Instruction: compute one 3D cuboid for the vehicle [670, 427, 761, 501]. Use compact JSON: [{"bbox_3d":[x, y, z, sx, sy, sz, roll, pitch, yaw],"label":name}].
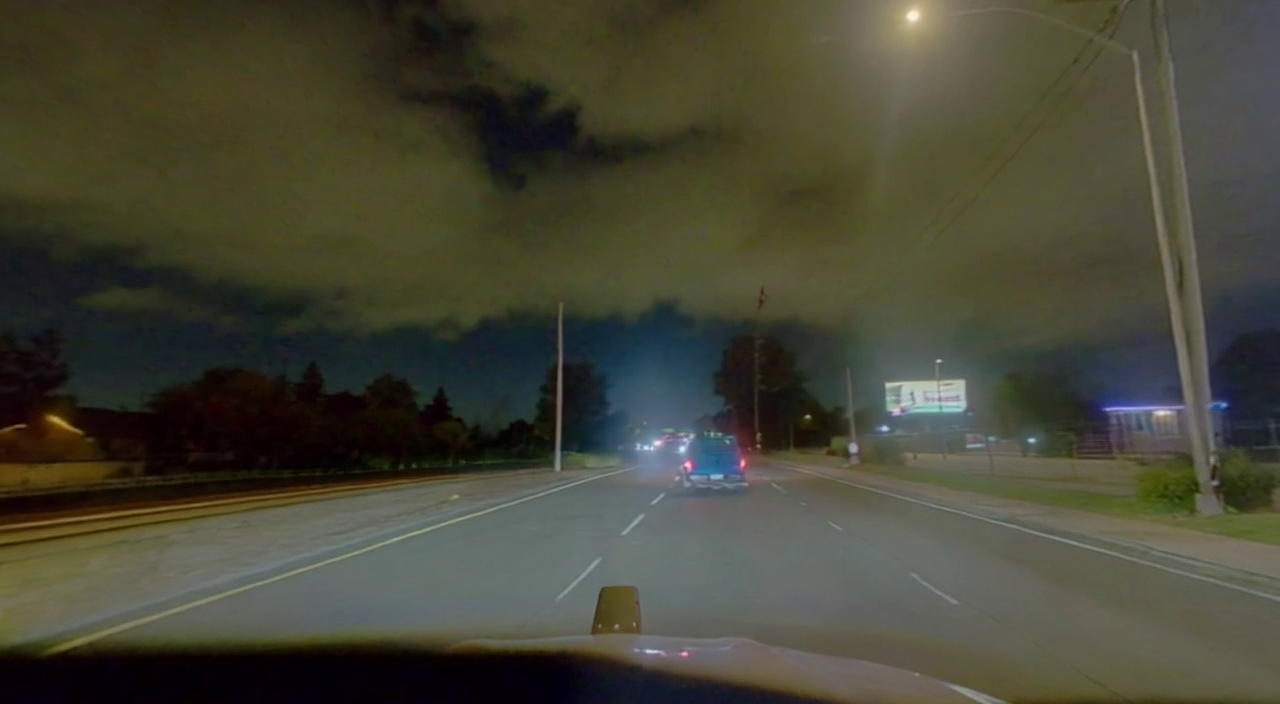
[{"bbox_3d":[2.334,3.394,19.651,2.404,1.926,5.251,0,-8,7],"label":"vehicle"}]
